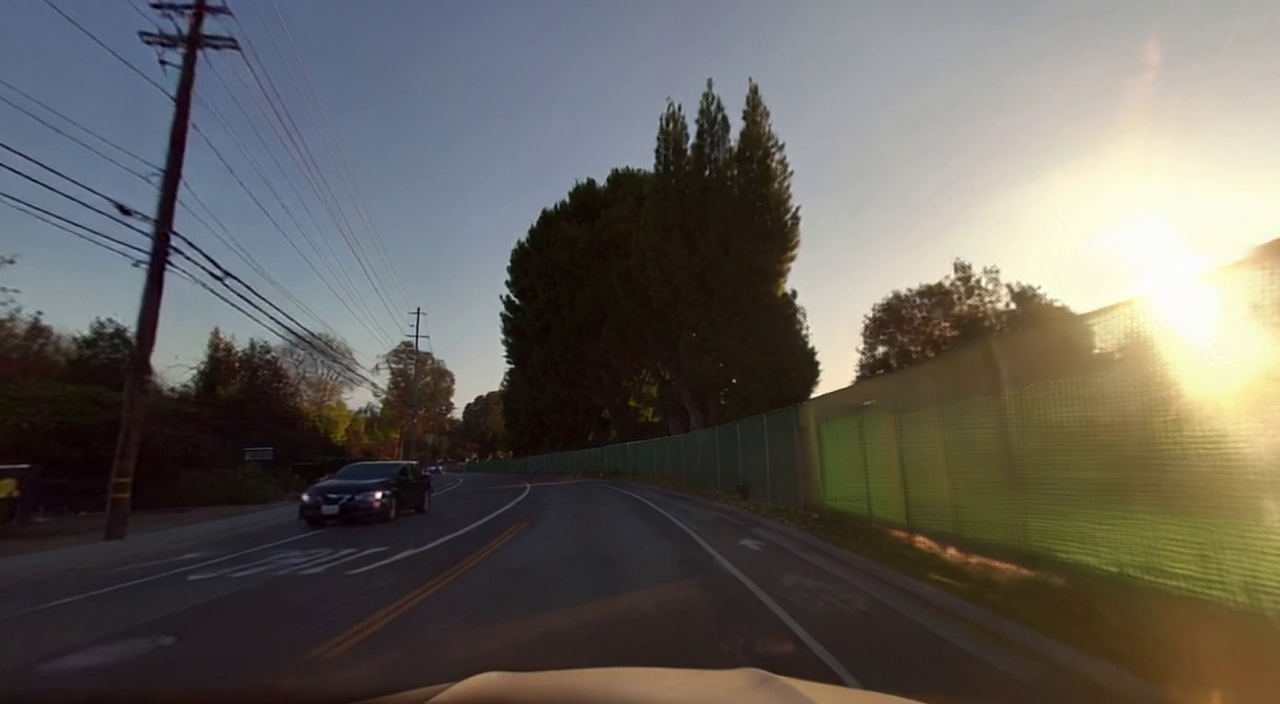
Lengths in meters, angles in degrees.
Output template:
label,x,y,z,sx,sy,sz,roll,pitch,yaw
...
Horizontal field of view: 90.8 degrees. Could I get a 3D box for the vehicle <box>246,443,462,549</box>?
label,x,y,z,sx,sy,sz,roll,pitch,yaw
vehicle,-4.736,2.408,11.374,2.034,1.479,4.521,0,-9,-4
